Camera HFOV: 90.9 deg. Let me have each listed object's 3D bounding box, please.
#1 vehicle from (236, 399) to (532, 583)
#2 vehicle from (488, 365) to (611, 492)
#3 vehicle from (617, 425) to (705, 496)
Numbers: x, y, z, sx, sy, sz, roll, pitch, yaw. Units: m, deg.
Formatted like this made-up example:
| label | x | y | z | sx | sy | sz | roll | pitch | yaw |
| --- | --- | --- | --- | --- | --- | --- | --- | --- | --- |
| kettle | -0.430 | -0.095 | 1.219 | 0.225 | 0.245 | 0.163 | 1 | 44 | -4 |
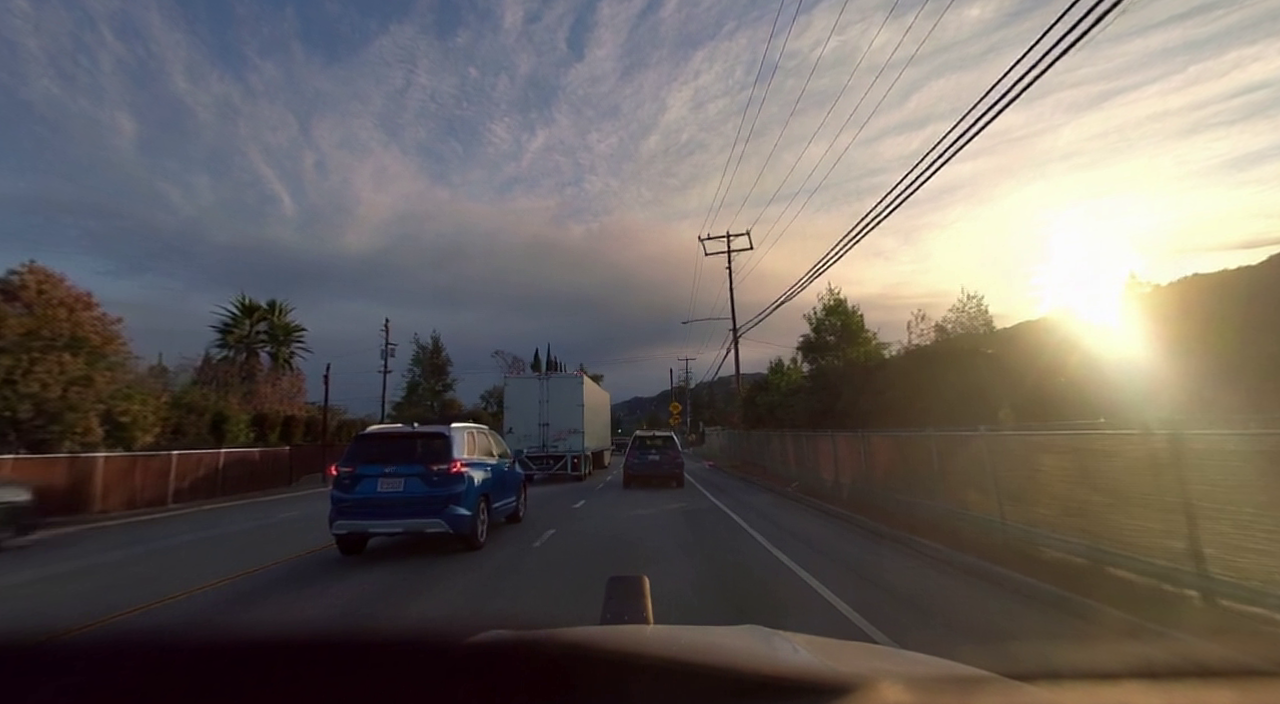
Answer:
| label | x | y | z | sx | sy | sz | roll | pitch | yaw |
| --- | --- | --- | --- | --- | --- | --- | --- | --- | --- |
| vehicle | -2.976 | 1.746 | 8.686 | 2.093 | 1.832 | 4.508 | 0 | -9 | 1 |
| vehicle | -2.855 | 3.007 | 23.625 | 2.928 | 3.658 | 10.953 | 0 | -9 | 0 |
| vehicle | 0.527 | 2.999 | 17.717 | 2.174 | 1.749 | 4.113 | 0 | -9 | 0 |
